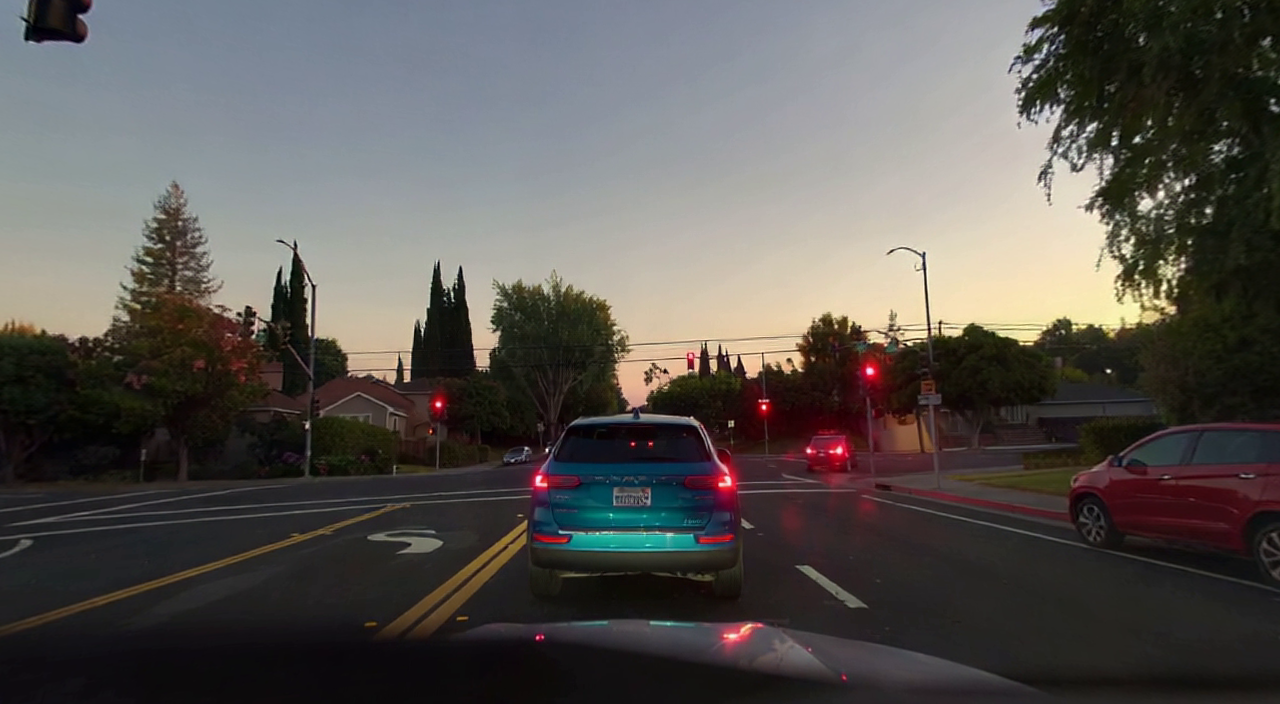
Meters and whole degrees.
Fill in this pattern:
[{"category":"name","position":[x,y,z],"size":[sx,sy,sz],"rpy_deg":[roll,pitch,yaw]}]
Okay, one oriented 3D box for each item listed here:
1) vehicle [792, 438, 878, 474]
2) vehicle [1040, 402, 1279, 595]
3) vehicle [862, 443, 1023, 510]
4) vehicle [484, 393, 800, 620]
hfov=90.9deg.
[{"category":"vehicle","position":[9.172,4.810,29.371],"size":[2.077,1.527,4.755],"rpy_deg":[-7,-11,39]},{"category":"vehicle","position":[7.023,1.541,7.039],"size":[1.989,1.791,4.735],"rpy_deg":[0,-8,0]},{"category":"vehicle","position":[7.291,3.006,15.812],"size":[1.860,1.436,4.479],"rpy_deg":[0,-8,0]},{"category":"vehicle","position":[0.044,1.460,6.907],"size":[2.322,1.667,4.367],"rpy_deg":[0,-8,1]}]
